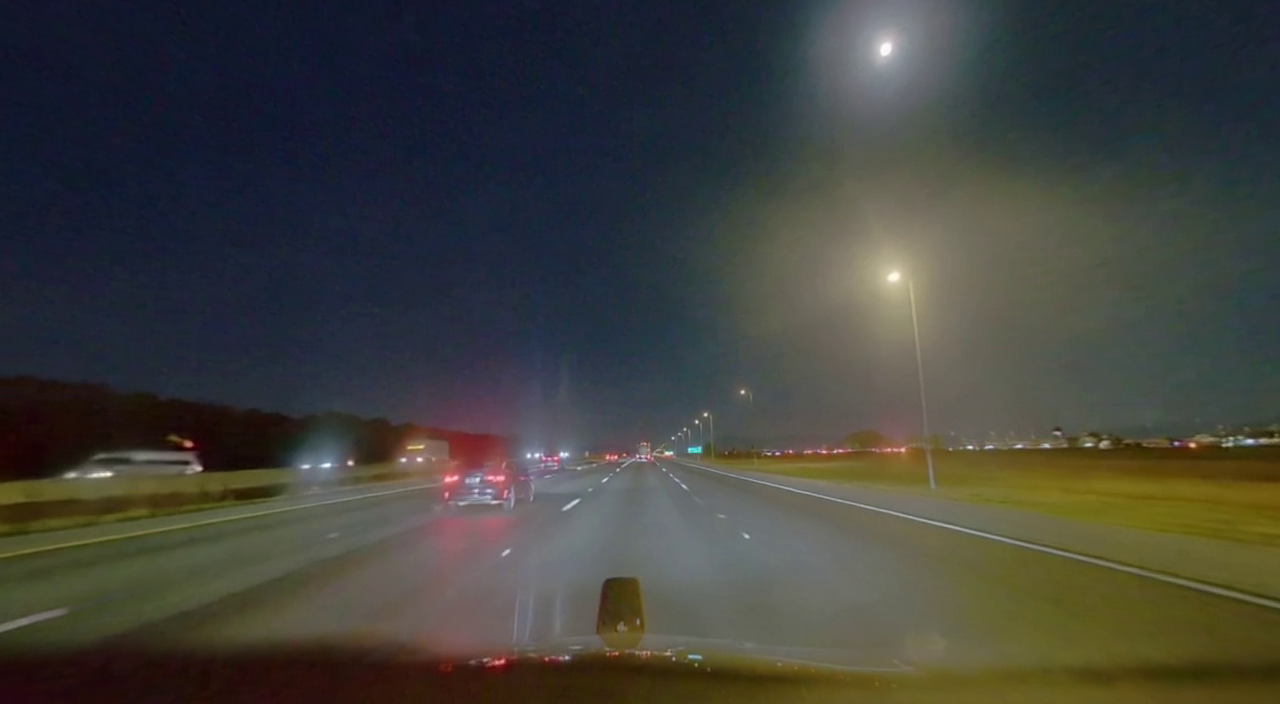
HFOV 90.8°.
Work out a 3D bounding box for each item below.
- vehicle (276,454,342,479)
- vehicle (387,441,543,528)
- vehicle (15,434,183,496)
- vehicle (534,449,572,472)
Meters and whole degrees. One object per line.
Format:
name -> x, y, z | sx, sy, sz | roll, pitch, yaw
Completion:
vehicle -> -21.476, 7.411, 41.158 | 1.848, 1.529, 4.547 | 0, -9, 0
vehicle -> -3.619, 2.843, 14.082 | 2.139, 1.607, 4.378 | 0, -9, 1
vehicle -> -25.959, 5.460, 30.773 | 2.492, 2.698, 6.313 | 0, -9, 0
vehicle -> -6.750, 8.453, 49.311 | 2.234, 1.698, 4.634 | 0, -9, 1
